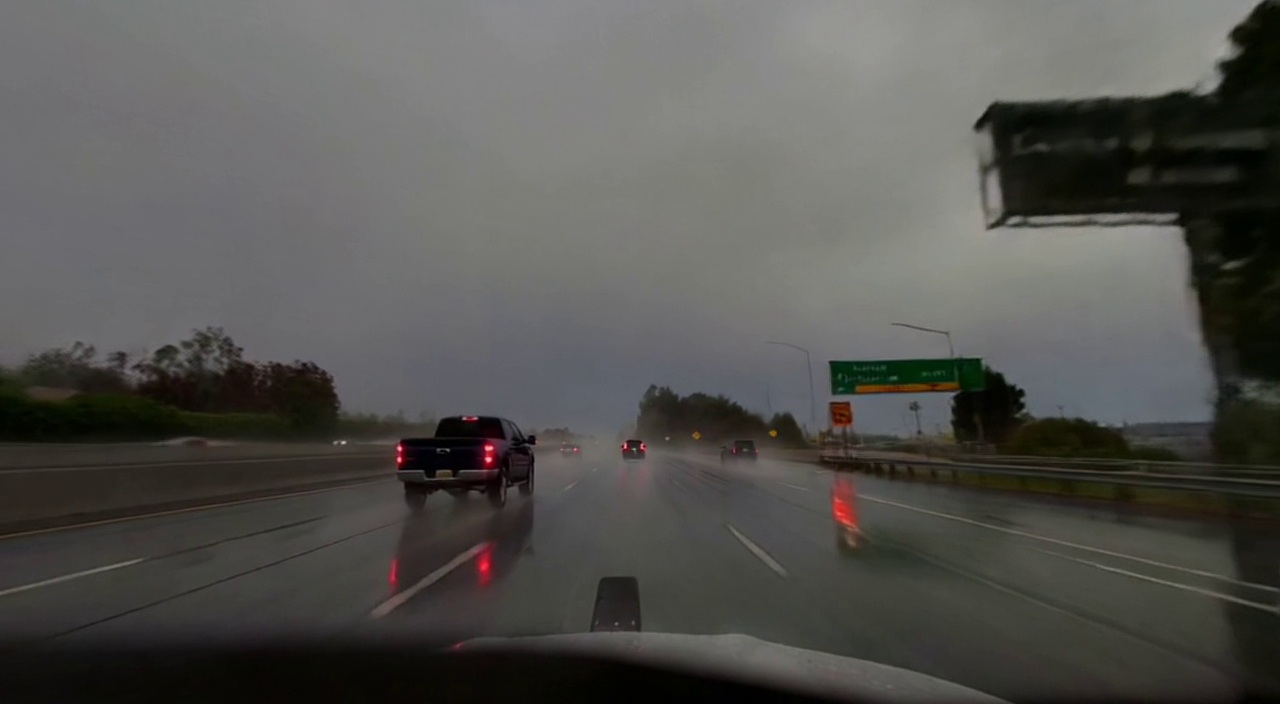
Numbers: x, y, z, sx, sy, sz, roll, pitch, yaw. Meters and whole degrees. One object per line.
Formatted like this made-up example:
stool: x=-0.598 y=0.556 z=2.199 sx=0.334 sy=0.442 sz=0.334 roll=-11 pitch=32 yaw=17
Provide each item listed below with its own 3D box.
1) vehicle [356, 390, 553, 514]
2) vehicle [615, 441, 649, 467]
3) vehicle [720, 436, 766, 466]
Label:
vehicle: x=-3.696 y=2.222 z=14.243 sx=2.592 sy=2.179 sz=6.034 roll=0 pitch=-9 yaw=0
vehicle: x=-0.537 y=6.771 z=42.183 sx=2.157 sy=1.642 sz=4.189 roll=0 pitch=-9 yaw=-2
vehicle: x=6.771 y=6.605 z=42.284 sx=2.103 sy=1.898 sz=5.310 roll=0 pitch=-9 yaw=-1
